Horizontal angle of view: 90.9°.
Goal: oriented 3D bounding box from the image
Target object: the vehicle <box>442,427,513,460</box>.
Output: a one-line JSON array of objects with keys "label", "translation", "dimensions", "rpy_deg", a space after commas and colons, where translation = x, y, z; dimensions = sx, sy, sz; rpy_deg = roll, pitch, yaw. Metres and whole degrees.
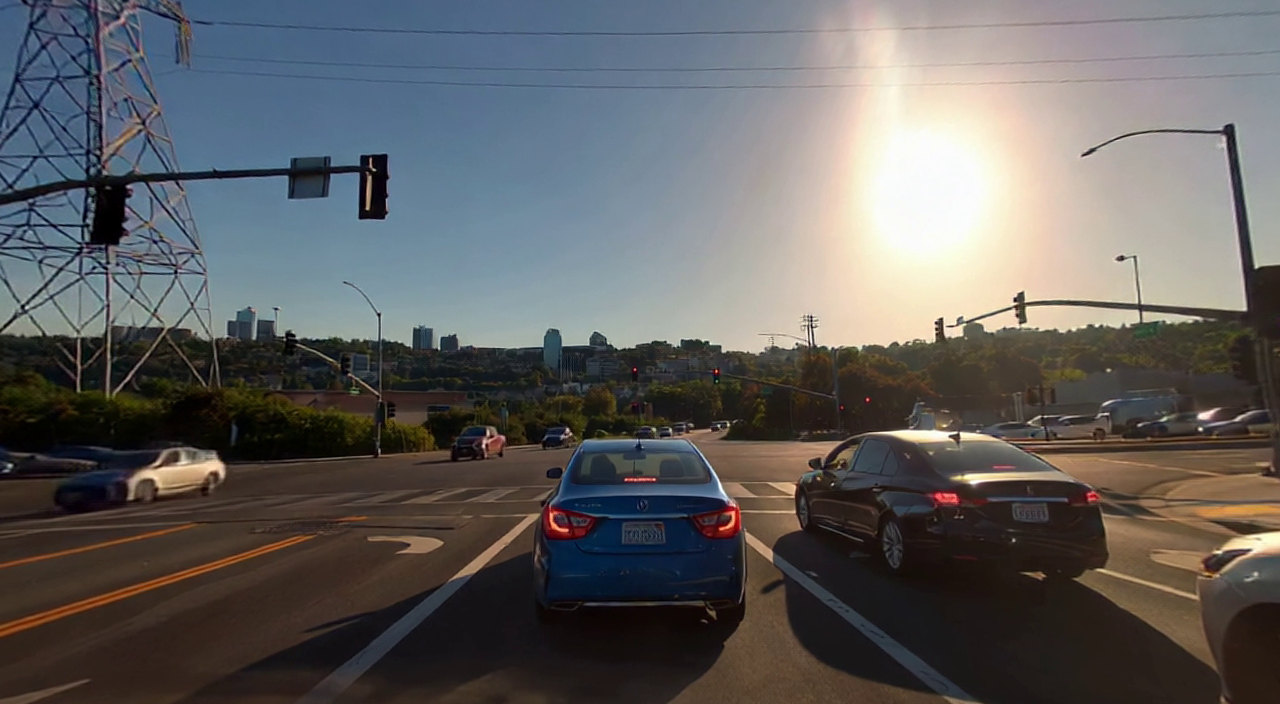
[{"label": "vehicle", "translation": [-9.354, 5.362, 36.875], "dimensions": [2.269, 1.716, 5.700], "rpy_deg": [-1, -8, 4]}]

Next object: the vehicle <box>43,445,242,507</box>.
[{"label": "vehicle", "translation": [-13.633, 3.374, 17.715], "dimensions": [1.907, 1.487, 4.392], "rpy_deg": [0, -8, 1]}]

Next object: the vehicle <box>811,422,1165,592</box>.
[{"label": "vehicle", "translation": [3.658, 1.681, 7.717], "dimensions": [1.835, 1.473, 4.190], "rpy_deg": [0, -8, -2]}]

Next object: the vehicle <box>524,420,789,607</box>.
[{"label": "vehicle", "translation": [0.117, 1.594, 7.123], "dimensions": [2.117, 1.474, 4.036], "rpy_deg": [0, -8, 0]}]
